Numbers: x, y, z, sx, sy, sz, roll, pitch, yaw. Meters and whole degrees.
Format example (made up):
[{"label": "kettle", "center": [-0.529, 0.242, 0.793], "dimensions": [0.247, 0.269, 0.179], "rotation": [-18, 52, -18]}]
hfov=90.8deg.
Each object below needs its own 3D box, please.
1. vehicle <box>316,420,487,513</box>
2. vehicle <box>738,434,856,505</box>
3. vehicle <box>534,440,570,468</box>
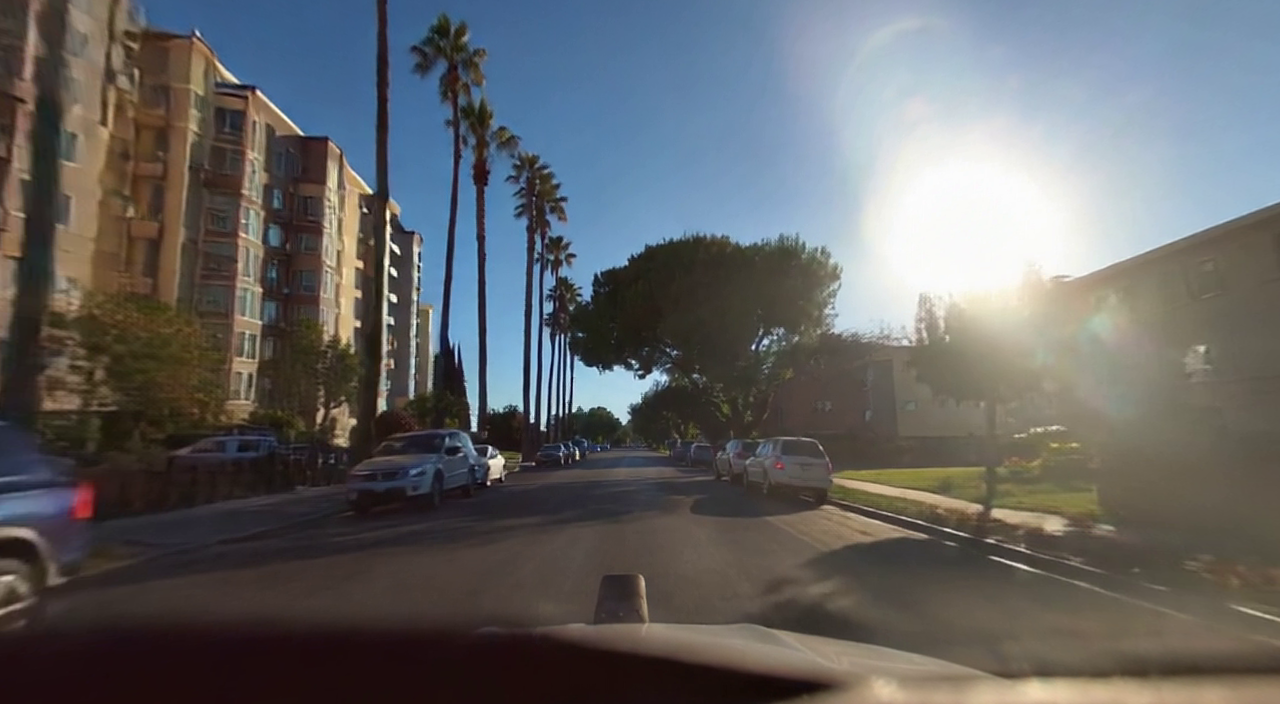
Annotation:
[{"label": "vehicle", "center": [-5.681, 2.834, 16.090], "dimensions": [2.358, 1.905, 5.615], "rotation": [0, -9, -2]}, {"label": "vehicle", "center": [4.390, 3.351, 18.539], "dimensions": [1.969, 1.782, 4.677], "rotation": [0, -9, -4]}, {"label": "vehicle", "center": [-6.035, 7.012, 43.665], "dimensions": [1.947, 1.806, 4.413], "rotation": [1, -8, -2]}]
